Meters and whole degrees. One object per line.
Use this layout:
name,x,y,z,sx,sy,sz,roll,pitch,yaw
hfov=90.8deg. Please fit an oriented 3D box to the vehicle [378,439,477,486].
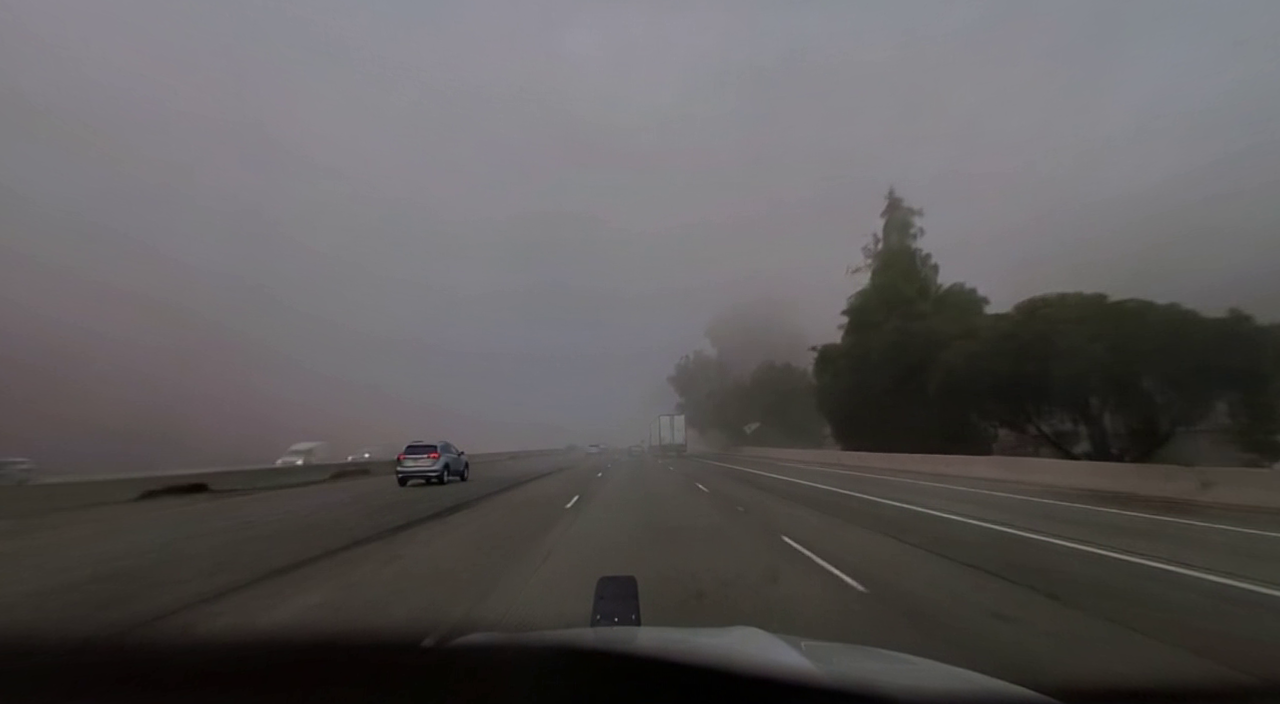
vehicle,-7.483,3.937,22.816,2.033,1.494,4.508,0,-9,0
